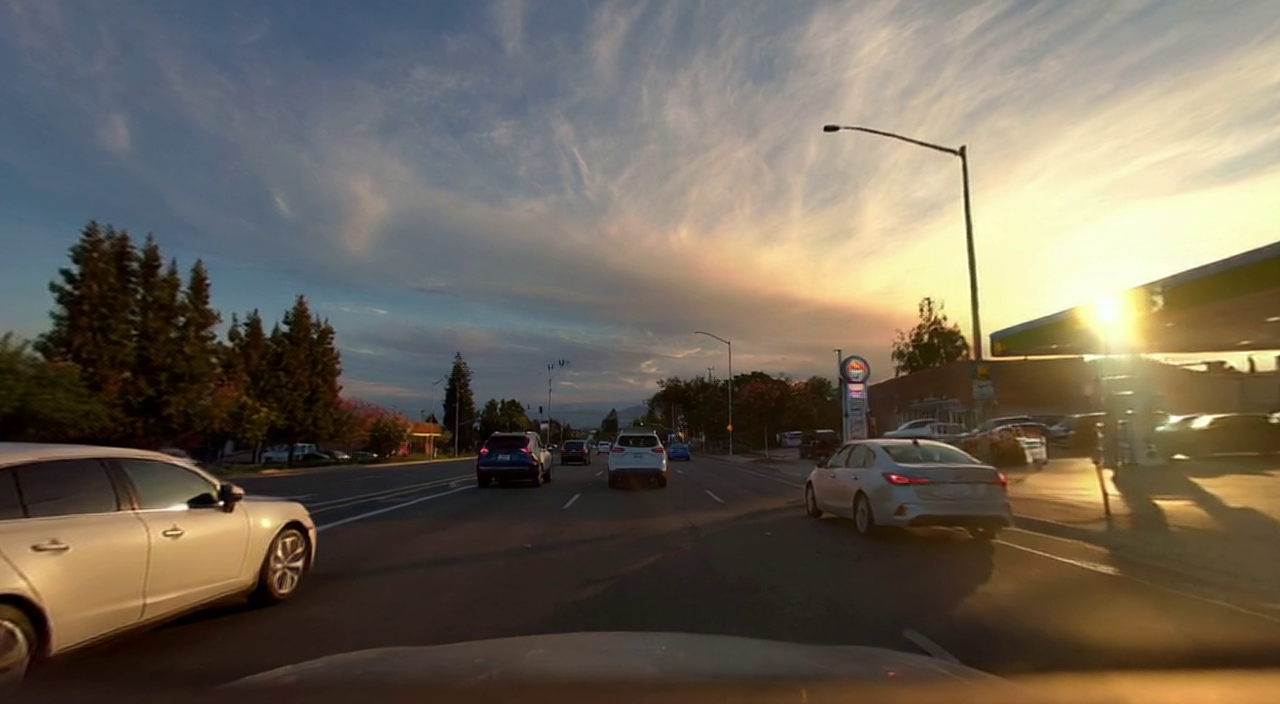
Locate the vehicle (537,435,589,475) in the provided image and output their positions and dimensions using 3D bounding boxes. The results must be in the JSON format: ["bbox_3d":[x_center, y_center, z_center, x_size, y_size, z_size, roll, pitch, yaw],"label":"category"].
[{"bbox_3d":[-3.407,4.640,28.627,1.871,1.673,3.920,0,-8,0],"label":"vehicle"}]

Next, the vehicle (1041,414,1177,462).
[{"bbox_3d":[18.977,3.537,25.850,2.037,1.762,4.240,1,-8,-6],"label":"vehicle"}]

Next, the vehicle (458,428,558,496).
[{"bbox_3d":[-3.617,3.097,18.116,1.932,1.695,4.150,0,-8,0],"label":"vehicle"}]

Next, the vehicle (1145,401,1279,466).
[{"bbox_3d":[17.972,2.435,18.603,1.906,1.734,4.483,2,-9,-12],"label":"vehicle"}]

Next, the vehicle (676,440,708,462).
[{"bbox_3d":[3.776,7.318,46.671,1.926,1.522,3.852,0,-8,-1],"label":"vehicle"}]

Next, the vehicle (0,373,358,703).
[{"bbox_3d":[-3.550,1.056,3.747,1.864,1.574,4.031,0,-8,0],"label":"vehicle"}]

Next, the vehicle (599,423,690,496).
[{"bbox_3d":[0.089,2.993,17.889,2.279,1.803,4.254,0,-8,-1],"label":"vehicle"}]

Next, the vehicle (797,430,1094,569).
[{"bbox_3d":[3.854,1.921,9.118,1.888,1.456,4.589,0,-8,-2],"label":"vehicle"}]
